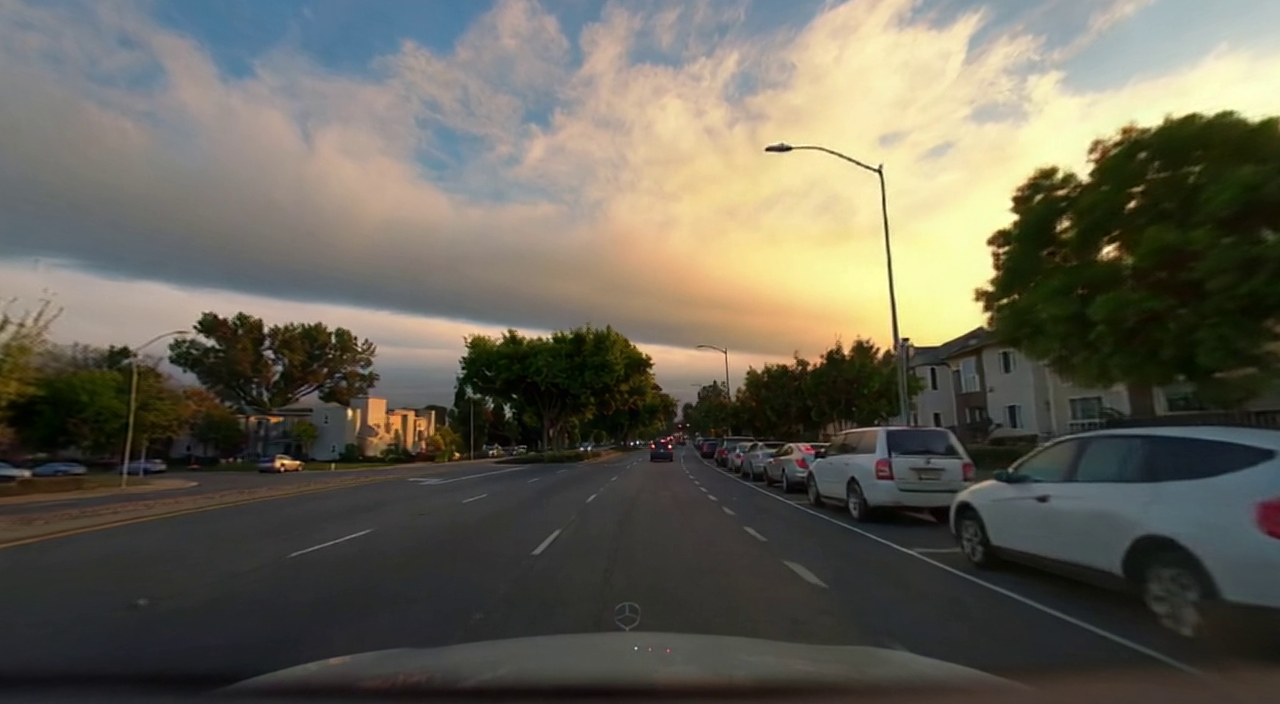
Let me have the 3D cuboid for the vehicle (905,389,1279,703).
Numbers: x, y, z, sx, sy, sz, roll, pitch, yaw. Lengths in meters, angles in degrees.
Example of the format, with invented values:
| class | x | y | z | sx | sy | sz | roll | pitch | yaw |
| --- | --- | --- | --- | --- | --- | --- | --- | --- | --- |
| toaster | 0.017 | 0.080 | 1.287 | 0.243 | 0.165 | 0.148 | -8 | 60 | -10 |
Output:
| class | x | y | z | sx | sy | sz | roll | pitch | yaw |
| --- | --- | --- | --- | --- | --- | --- | --- | --- | --- |
| vehicle | 4.303 | 1.331 | 5.465 | 1.949 | 1.616 | 4.805 | 0 | -8 | 1 |

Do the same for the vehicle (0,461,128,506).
| class | x | y | z | sx | sy | sz | roll | pitch | yaw |
| --- | --- | --- | --- | --- | --- | --- | --- | --- | --- |
| vehicle | -23.162 | 5.075 | 24.779 | 1.909 | 1.451 | 4.757 | -1 | -8 | 2 |

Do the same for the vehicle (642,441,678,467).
| class | x | y | z | sx | sy | sz | roll | pitch | yaw |
| --- | --- | --- | --- | --- | --- | --- | --- | --- | --- |
| vehicle | 1.187 | 6.110 | 37.916 | 2.011 | 1.480 | 4.170 | -1 | -8 | 2 |

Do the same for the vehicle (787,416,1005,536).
| class | x | y | z | sx | sy | sz | roll | pitch | yaw |
| --- | --- | --- | --- | --- | --- | --- | --- | --- | --- |
| vehicle | 4.347 | 2.174 | 11.708 | 1.973 | 1.749 | 4.608 | 0 | -8 | -2 |
